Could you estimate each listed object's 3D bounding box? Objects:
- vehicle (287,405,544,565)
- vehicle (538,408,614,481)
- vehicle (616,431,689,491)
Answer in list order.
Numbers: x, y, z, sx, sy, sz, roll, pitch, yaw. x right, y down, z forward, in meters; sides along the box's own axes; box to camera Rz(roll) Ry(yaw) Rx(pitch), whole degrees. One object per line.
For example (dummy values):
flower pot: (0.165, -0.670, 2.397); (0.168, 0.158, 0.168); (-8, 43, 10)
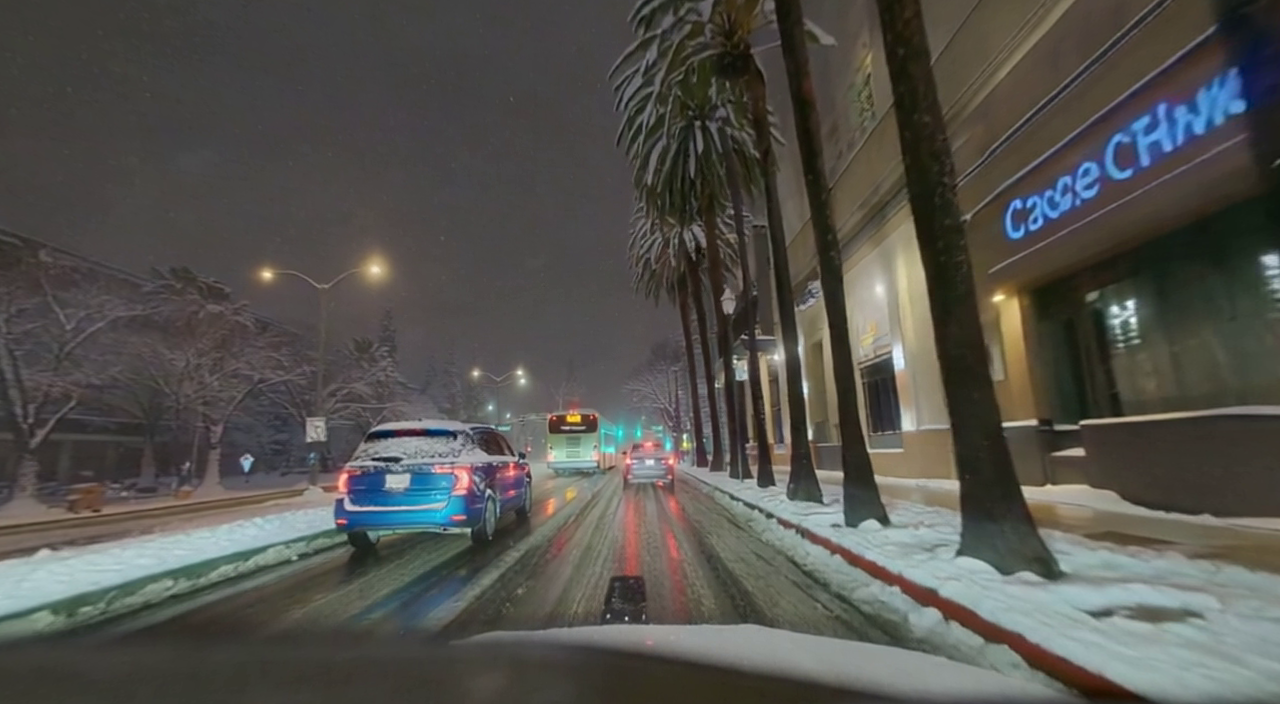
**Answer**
vehicle: (-2.896, 1.845, 9.487); (2.124, 1.799, 4.587); (0, -8, 1)
vehicle: (-2.881, 4.537, 30.997); (2.775, 3.064, 8.297); (0, -8, 1)
vehicle: (0.368, 3.477, 20.437); (2.120, 1.727, 3.917); (0, -8, 0)
